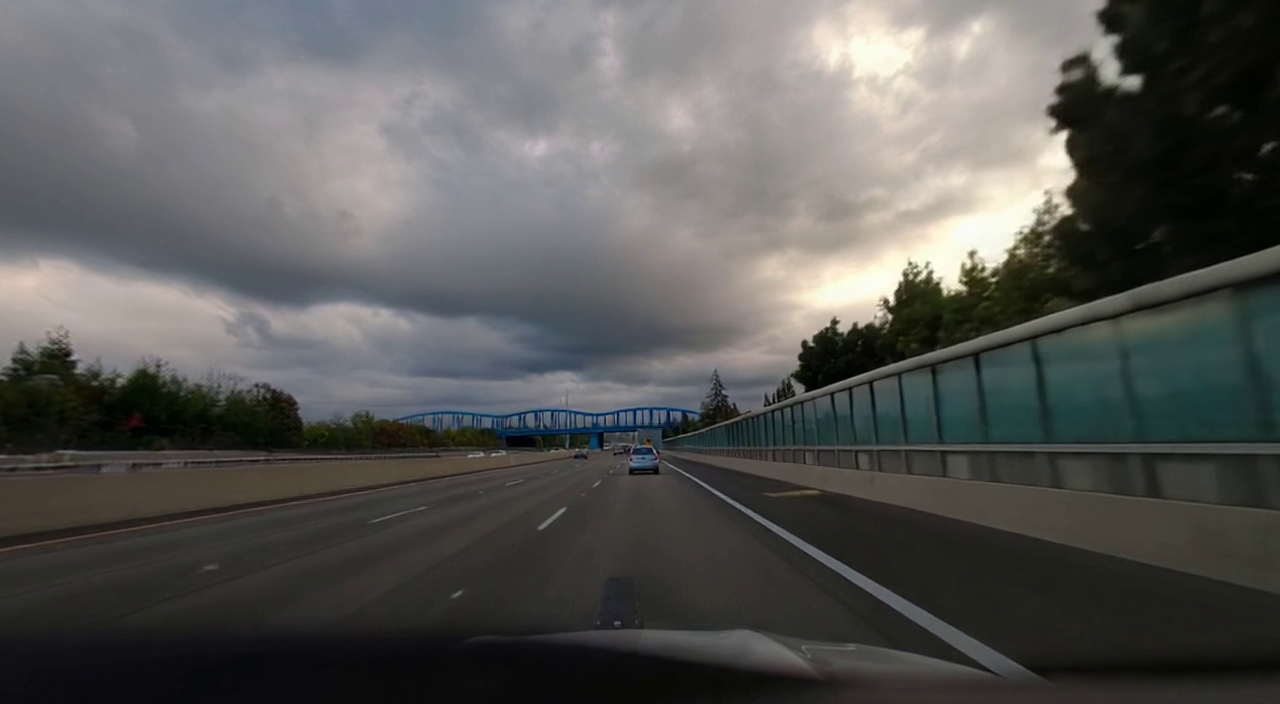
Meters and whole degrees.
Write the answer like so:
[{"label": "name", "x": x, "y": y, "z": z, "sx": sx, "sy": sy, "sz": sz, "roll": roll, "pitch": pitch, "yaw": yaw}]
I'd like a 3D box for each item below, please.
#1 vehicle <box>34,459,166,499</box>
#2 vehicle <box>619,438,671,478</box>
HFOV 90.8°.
[{"label": "vehicle", "x": -22.005, "y": 5.160, "z": 25.975, "sx": 1.874, "sy": 1.388, "sz": 4.072, "roll": 0, "pitch": -9, "yaw": -1}, {"label": "vehicle", "x": 0.194, "y": 5.027, "z": 30.162, "sx": 2.299, "sy": 1.716, "sz": 4.579, "roll": 0, "pitch": -9, "yaw": -1}]
